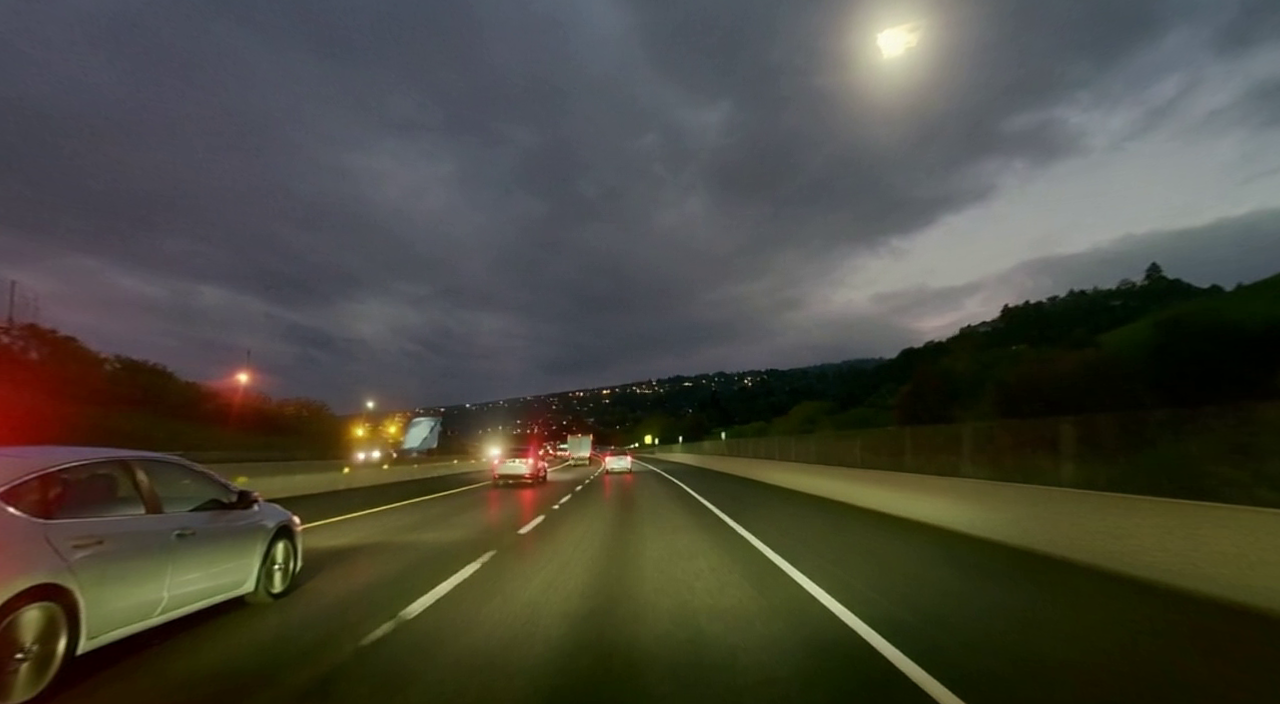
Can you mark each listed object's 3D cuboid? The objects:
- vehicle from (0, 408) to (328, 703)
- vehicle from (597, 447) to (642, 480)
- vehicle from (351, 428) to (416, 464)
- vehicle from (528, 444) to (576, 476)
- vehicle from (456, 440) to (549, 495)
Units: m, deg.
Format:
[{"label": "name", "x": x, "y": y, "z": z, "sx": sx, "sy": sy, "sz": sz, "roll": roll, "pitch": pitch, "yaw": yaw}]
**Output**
[{"label": "vehicle", "x": -3.853, "y": 1.161, "z": 3.807, "sx": 1.892, "sy": 1.492, "sz": 3.940, "roll": 0, "pitch": -9, "yaw": 0}, {"label": "vehicle", "x": -0.969, "y": 5.238, "z": 29.854, "sx": 1.988, "sy": 1.440, "sz": 4.201, "roll": 0, "pitch": -9, "yaw": -2}, {"label": "vehicle", "x": -19.943, "y": 7.360, "z": 49.416, "sx": 2.503, "sy": 2.619, "sz": 6.826, "roll": 0, "pitch": -9, "yaw": -3}, {"label": "vehicle", "x": -4.777, "y": 5.913, "z": 34.798, "sx": 2.118, "sy": 1.624, "sz": 4.032, "roll": 0, "pitch": -9, "yaw": -1}, {"label": "vehicle", "x": -4.403, "y": 3.784, "z": 20.997, "sx": 2.208, "sy": 1.619, "sz": 4.162, "roll": 0, "pitch": -9, "yaw": -1}]
